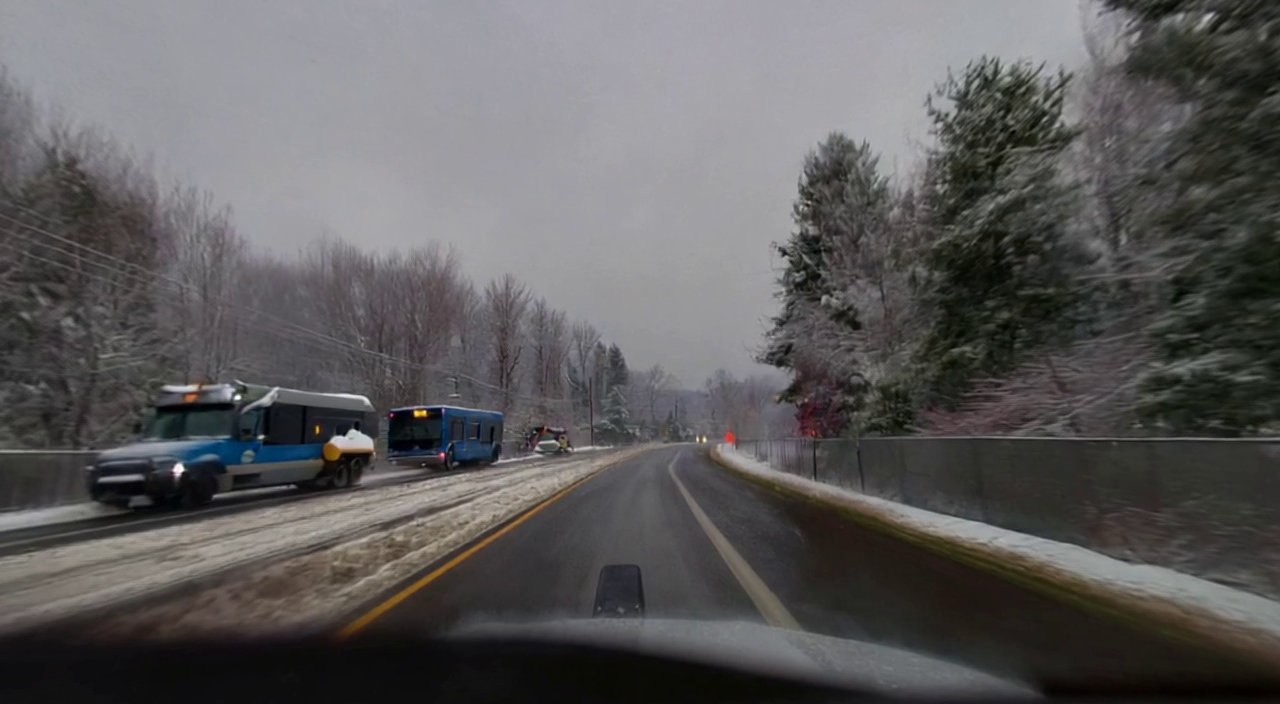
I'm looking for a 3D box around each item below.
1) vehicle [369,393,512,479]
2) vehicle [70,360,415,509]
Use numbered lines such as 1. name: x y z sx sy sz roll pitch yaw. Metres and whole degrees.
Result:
1. vehicle: -9.999 4.462 33.749 3.092 3.562 12.230 -3 -8 3
2. vehicle: -10.687 2.544 19.009 3.057 3.290 9.617 -1 -9 8
